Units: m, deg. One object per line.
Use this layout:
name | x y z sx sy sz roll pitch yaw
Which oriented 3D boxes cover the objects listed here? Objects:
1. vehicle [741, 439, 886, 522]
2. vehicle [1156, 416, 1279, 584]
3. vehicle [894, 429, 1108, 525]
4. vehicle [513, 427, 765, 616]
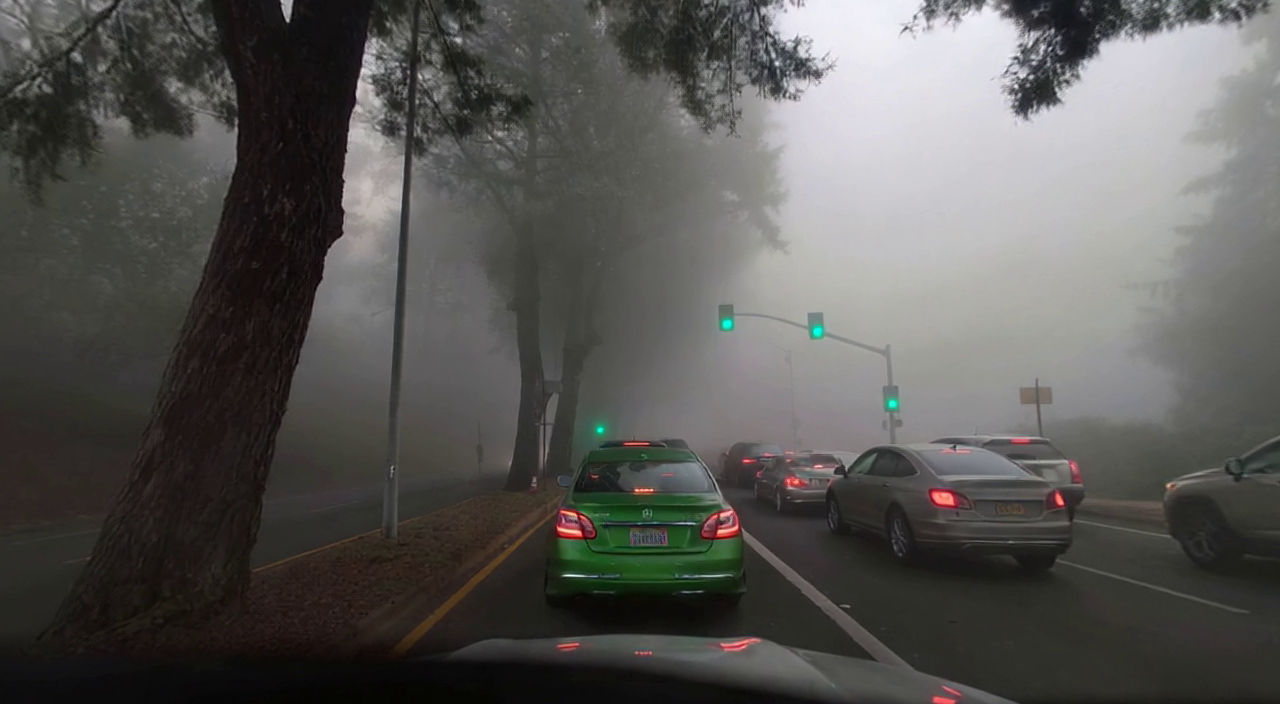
vehicle | 3.538 2.714 13.824 1.934 1.494 4.446 0 -9 0
vehicle | 6.937 1.336 5.581 1.783 1.572 3.421 0 -9 1
vehicle | 7.025 2.465 12.897 1.923 1.611 4.094 0 -9 0
vehicle | 0.013 1.677 7.095 2.015 1.502 3.898 0 -9 1
